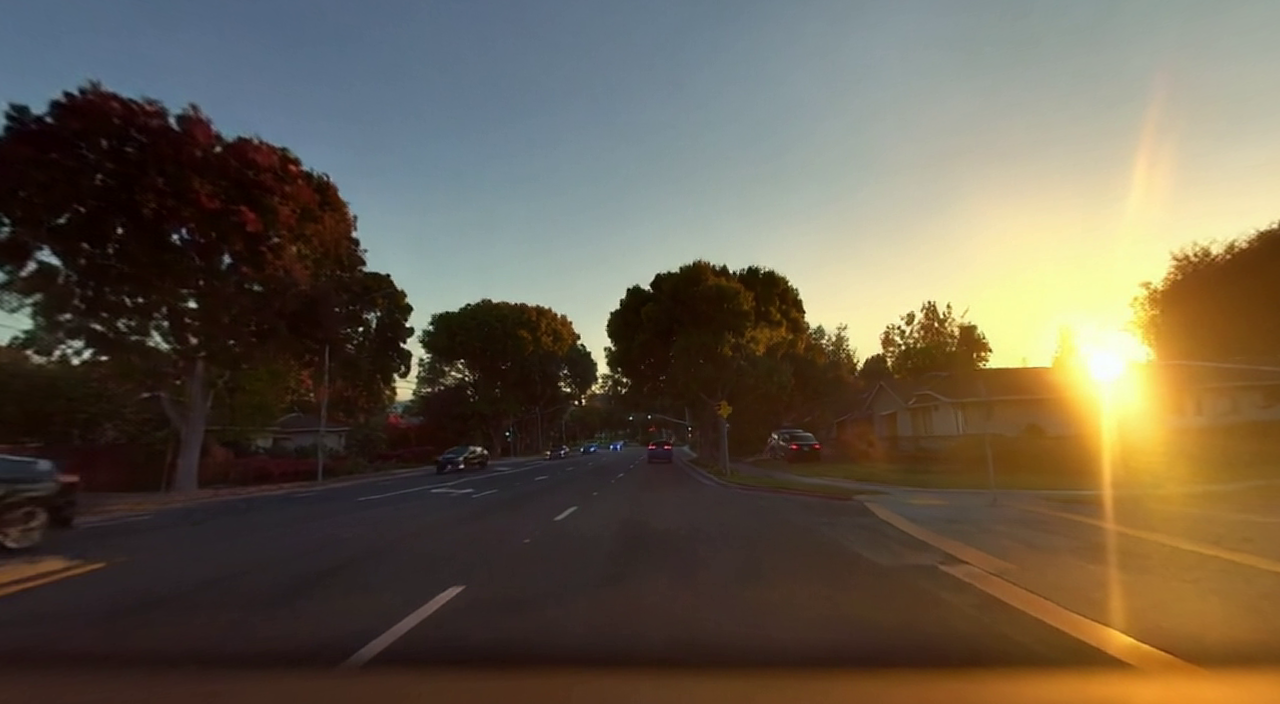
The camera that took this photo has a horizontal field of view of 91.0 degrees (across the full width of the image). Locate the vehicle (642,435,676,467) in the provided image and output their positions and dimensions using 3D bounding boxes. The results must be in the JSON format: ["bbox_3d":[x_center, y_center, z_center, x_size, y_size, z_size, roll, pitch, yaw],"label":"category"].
[{"bbox_3d":[1.217,6.412,40.961,2.059,1.908,4.714,0,-8,1],"label":"vehicle"}]

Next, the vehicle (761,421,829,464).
[{"bbox_3d":[8.979,5.363,37.199,2.531,2.263,6.802,-1,-8,2],"label":"vehicle"}]

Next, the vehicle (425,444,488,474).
[{"bbox_3d":[-11.688,6.821,40.482,2.397,1.802,4.855,-1,-8,3],"label":"vehicle"}]
